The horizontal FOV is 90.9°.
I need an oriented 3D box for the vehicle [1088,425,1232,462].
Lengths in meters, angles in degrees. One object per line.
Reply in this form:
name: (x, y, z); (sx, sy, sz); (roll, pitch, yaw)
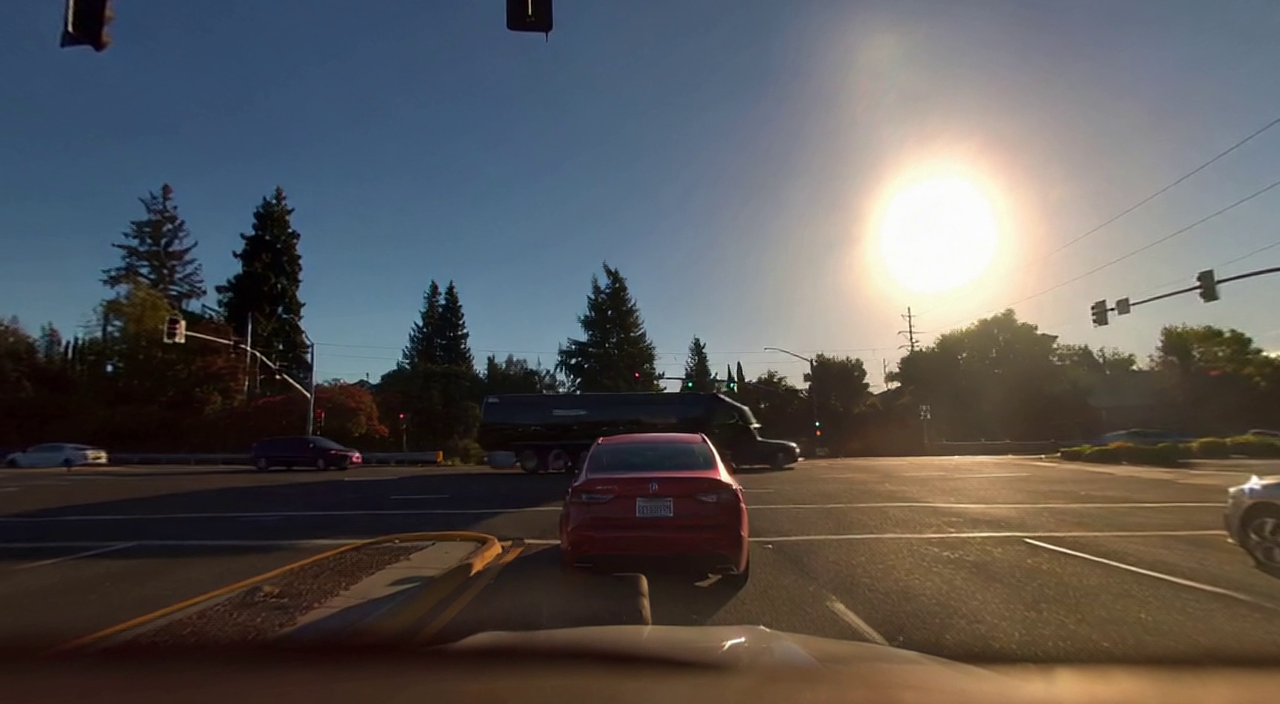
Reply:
vehicle: (21.536, 3.827, 26.255); (4.399, 1.445, 1.769); (0, -9, 0)

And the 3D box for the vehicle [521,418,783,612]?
vehicle: (0.057, 1.553, 6.889); (2.041, 1.485, 3.813); (0, -8, -1)

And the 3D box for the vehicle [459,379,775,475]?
vehicle: (-0.770, 2.729, 22.648); (10.544, 3.126, 2.909); (0, -8, 1)

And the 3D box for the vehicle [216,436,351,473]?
vehicle: (-14.886, 4.282, 26.501); (4.517, 1.471, 1.854); (0, -8, 0)

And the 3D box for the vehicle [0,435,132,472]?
vehicle: (-27.250, 4.806, 29.968); (4.450, 1.684, 1.894); (0, -8, 0)
